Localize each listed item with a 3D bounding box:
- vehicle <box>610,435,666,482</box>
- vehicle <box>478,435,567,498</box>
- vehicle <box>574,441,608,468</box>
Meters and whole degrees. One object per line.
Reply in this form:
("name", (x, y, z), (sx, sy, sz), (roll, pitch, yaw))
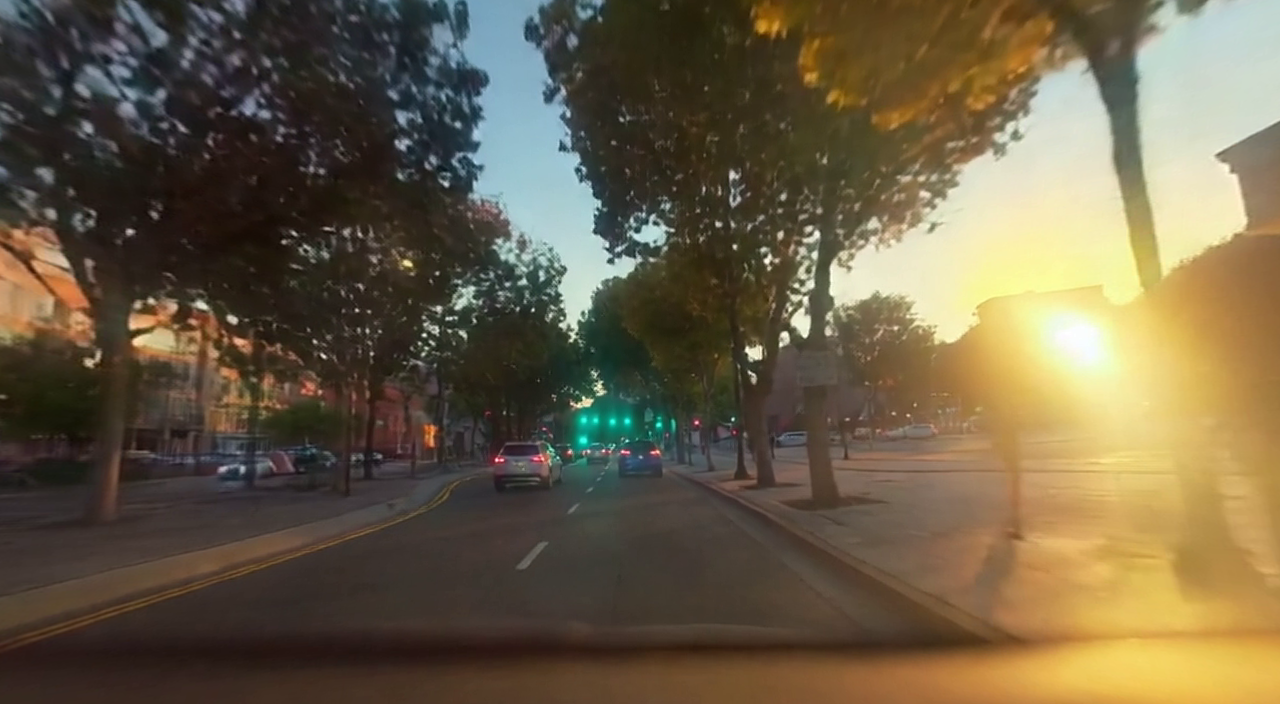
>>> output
("vehicle", (-0.103, 4.316, 25.771), (2.120, 1.758, 3.917), (0, -8, -1))
("vehicle", (-3.437, 3.424, 19.233), (1.940, 1.722, 3.823), (0, -8, 0))
("vehicle", (-3.584, 7.576, 46.895), (2.220, 1.847, 4.587), (0, -8, -1))
